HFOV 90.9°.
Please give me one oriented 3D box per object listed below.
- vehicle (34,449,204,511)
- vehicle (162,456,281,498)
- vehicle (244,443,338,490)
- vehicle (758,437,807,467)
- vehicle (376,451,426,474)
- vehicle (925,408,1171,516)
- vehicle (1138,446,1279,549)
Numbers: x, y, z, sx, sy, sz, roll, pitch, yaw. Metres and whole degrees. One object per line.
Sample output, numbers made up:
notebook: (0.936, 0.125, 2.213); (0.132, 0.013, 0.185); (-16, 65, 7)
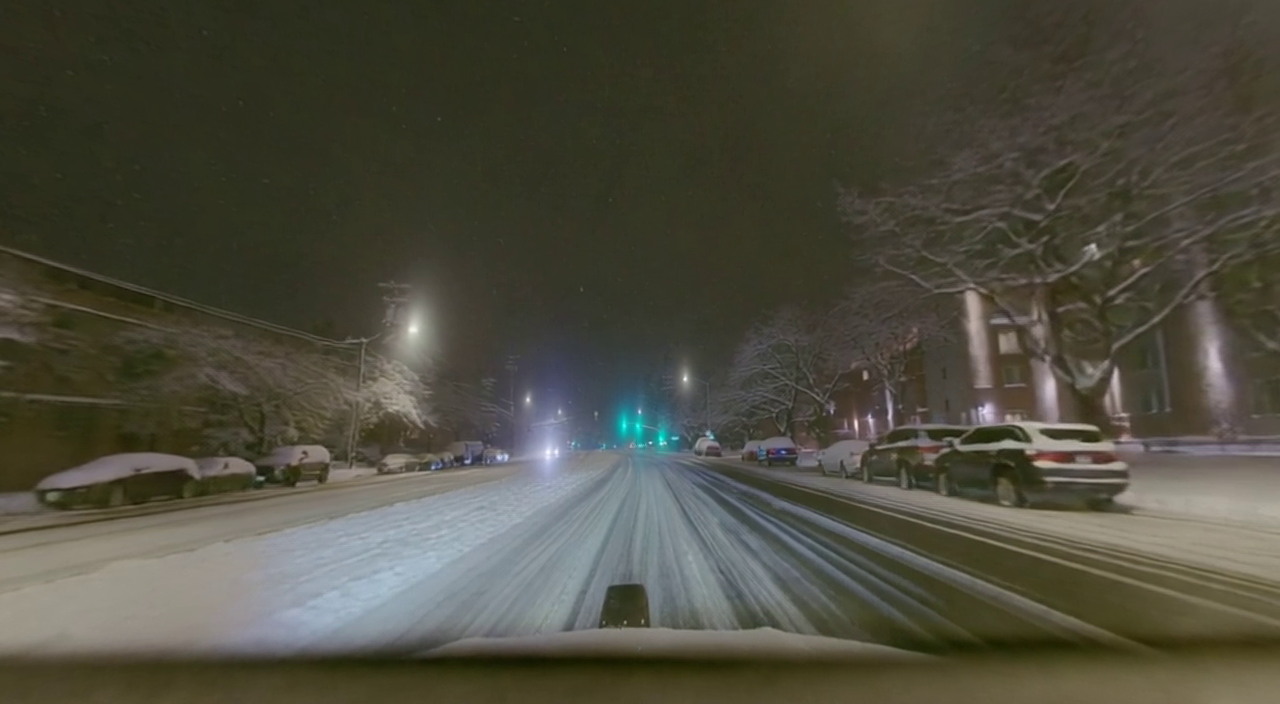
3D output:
vehicle: (-17.084, 4.168, 21.057); (1.913, 1.744, 4.478); (0, -8, -2)
vehicle: (-16.946, 5.041, 25.851); (1.740, 1.442, 4.678); (-1, -8, -1)
vehicle: (-16.974, 5.536, 30.972); (2.046, 1.945, 4.688); (-1, -7, -2)
vehicle: (10.112, 7.155, 45.169); (2.091, 1.962, 5.091); (1, -9, -2)
vehicle: (-16.905, 7.825, 44.802); (1.891, 1.474, 4.437); (-1, -8, -2)
vehicle: (9.599, 2.668, 15.723); (2.115, 2.151, 5.826); (1, -9, -1)
vehicle: (9.837, 2.054, 8.967); (1.841, 1.424, 4.437); (0, -9, 0)
